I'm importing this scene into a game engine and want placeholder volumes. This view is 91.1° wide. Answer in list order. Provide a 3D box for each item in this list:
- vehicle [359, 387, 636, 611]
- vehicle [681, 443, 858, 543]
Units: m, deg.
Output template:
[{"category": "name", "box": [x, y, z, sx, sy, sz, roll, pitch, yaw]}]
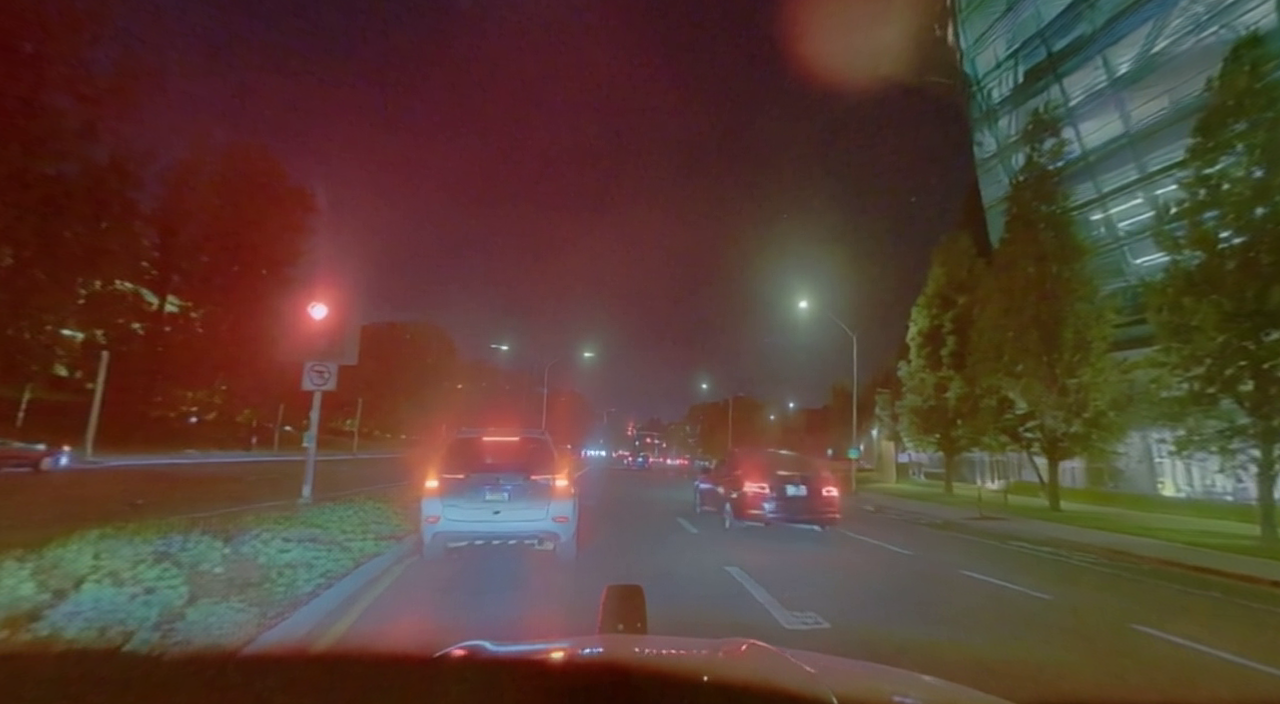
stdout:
[{"category": "vehicle", "box": [-1.644, 1.587, 7.798, 2.275, 1.819, 4.883, 2, -9, -11]}, {"category": "vehicle", "box": [2.468, 2.838, 13.433, 2.205, 1.537, 4.895, 6, -9, -6]}]
